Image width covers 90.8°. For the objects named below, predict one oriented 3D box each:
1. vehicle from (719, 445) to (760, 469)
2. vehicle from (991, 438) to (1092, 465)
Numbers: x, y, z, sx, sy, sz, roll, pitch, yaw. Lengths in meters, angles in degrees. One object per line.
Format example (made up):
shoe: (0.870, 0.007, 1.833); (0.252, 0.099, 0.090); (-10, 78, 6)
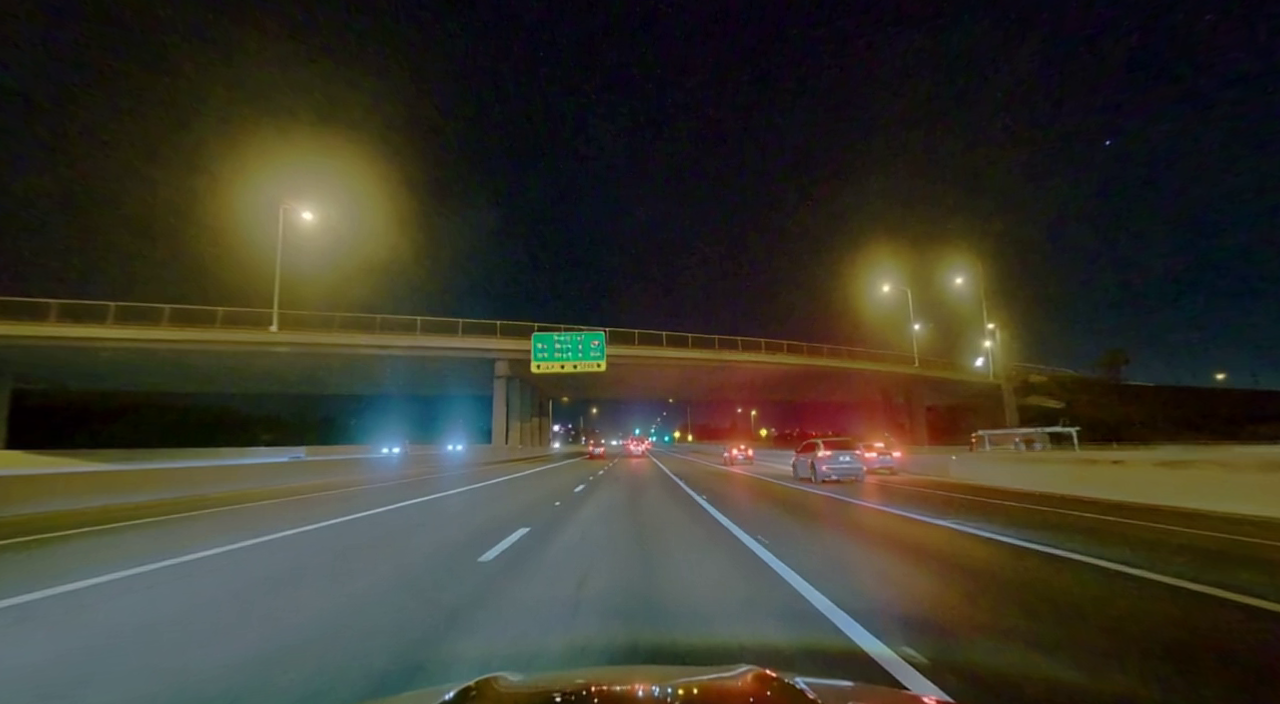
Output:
vehicle: (7.000, 7.424, 44.925); (2.075, 1.611, 4.421); (0, -8, -1)
vehicle: (23.677, 5.880, 37.518); (1.821, 1.479, 5.004); (3, -9, -18)
